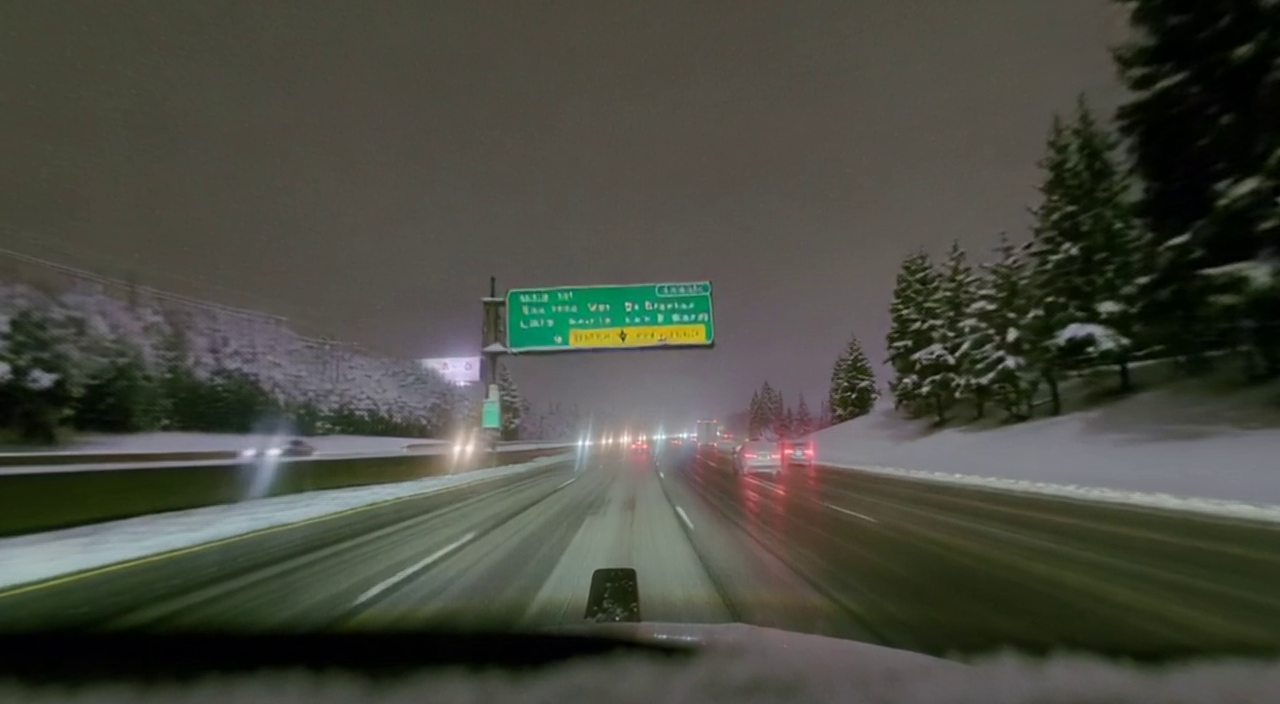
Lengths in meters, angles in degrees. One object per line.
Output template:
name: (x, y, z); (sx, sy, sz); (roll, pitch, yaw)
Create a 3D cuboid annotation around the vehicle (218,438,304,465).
vehicle: (-22.595, 5.955, 37.934); (2.039, 1.484, 4.959); (0, -8, 2)
